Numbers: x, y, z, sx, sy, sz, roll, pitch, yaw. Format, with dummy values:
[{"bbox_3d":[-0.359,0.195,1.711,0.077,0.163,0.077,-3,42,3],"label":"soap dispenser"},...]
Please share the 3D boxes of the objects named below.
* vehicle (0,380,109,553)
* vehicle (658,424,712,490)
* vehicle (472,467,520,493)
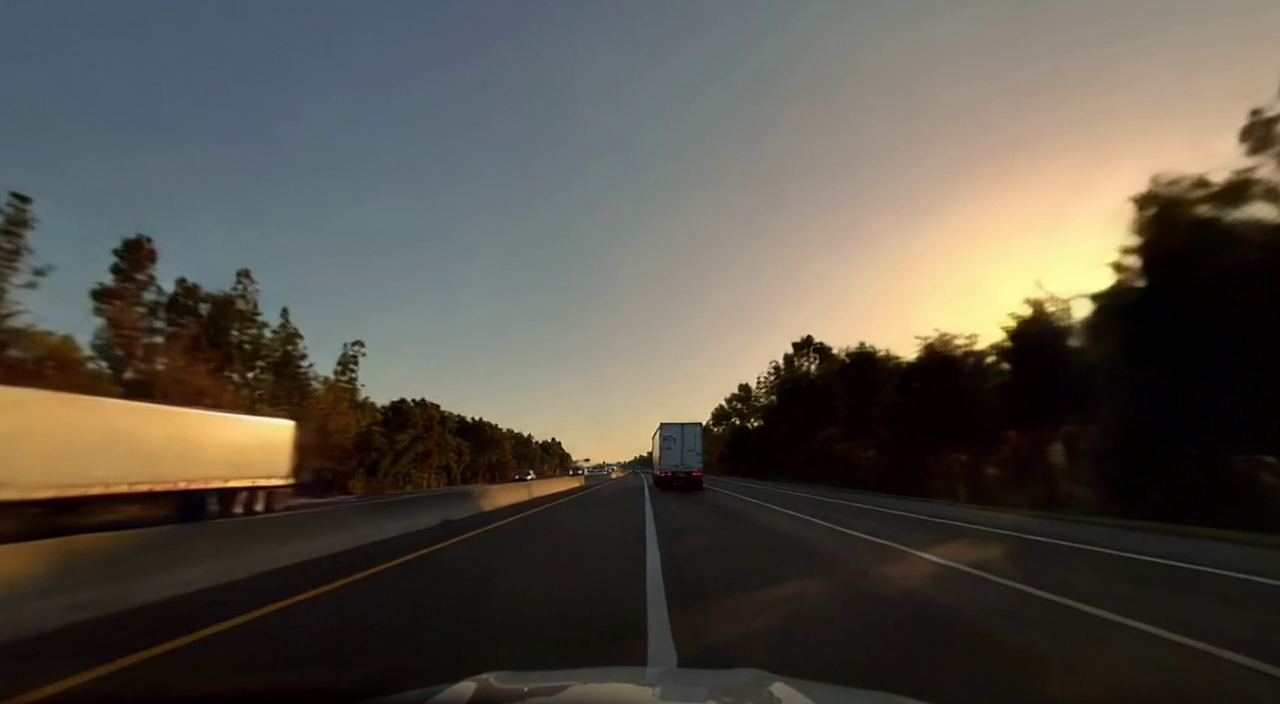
[{"bbox_3d":[-13.646,1.915,10.657,2.739,3.258,7.223,0,-10,1],"label":"vehicle"},{"bbox_3d":[3.071,7.868,46.709,3.204,4.102,13.306,0,-10,1],"label":"vehicle"},{"bbox_3d":[-8.779,7.835,38.808,1.844,1.456,4.062,0,-10,2],"label":"vehicle"}]
